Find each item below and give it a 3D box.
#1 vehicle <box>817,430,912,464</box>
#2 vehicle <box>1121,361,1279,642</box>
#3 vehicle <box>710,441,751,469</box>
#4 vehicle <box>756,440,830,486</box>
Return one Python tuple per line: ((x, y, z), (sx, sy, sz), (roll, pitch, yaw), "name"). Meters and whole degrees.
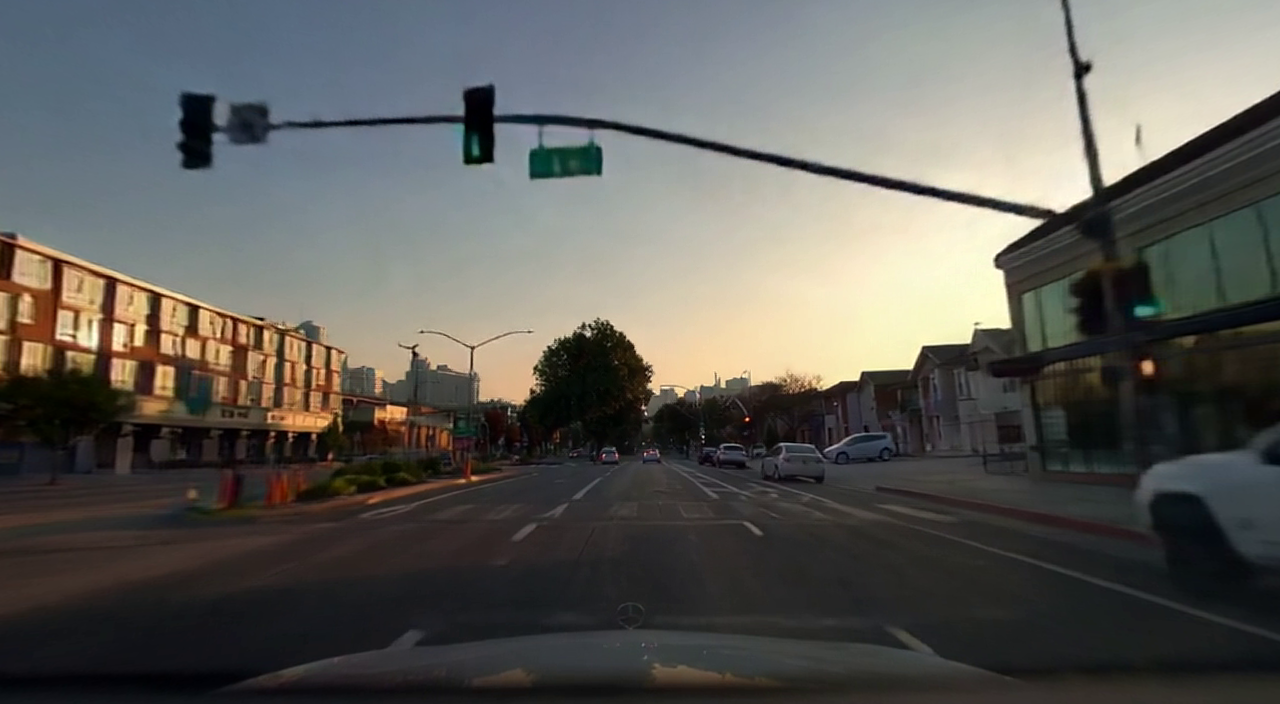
((12.747, 5.446, 36.063), (4.571, 1.827, 2.260), (1, -9, -1), "vehicle")
((5.774, 0.918, 3.347), (2.182, 2.019, 5.247), (0, -8, -1), "vehicle")
((6.052, 6.938, 42.701), (2.069, 1.776, 4.797), (0, -8, 0), "vehicle")
((6.000, 4.351, 25.171), (1.955, 1.679, 3.890), (0, -8, 0), "vehicle")
